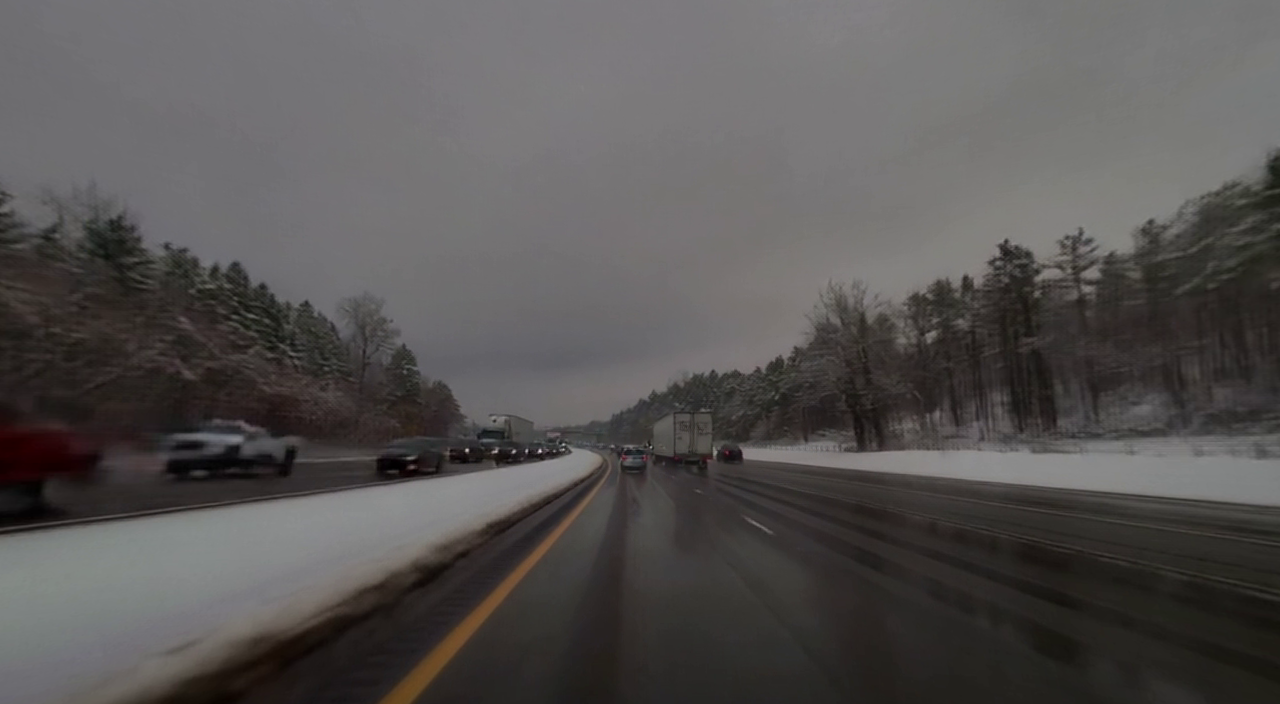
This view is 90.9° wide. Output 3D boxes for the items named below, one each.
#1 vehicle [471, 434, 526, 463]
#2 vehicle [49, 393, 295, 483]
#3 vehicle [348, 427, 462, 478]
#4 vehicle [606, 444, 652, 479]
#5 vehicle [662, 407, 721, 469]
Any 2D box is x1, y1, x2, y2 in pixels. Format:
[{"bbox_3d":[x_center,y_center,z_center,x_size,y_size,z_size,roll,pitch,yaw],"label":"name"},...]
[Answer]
[{"bbox_3d":[-7.775,5.372,35.161,1.958,1.489,4.997,0,-9,-1],"label":"vehicle"},{"bbox_3d":[-11.748,2.298,16.548,2.299,1.960,5.379,0,-9,0],"label":"vehicle"},{"bbox_3d":[-7.327,3.221,20.191,2.013,1.439,4.317,0,-9,0],"label":"vehicle"},{"bbox_3d":[-0.553,5.371,31.139,2.111,1.599,3.859,0,-9,-1],"label":"vehicle"},{"bbox_3d":[3.551,6.586,47.300,2.931,4.009,12.800,0,-9,-2],"label":"vehicle"}]
